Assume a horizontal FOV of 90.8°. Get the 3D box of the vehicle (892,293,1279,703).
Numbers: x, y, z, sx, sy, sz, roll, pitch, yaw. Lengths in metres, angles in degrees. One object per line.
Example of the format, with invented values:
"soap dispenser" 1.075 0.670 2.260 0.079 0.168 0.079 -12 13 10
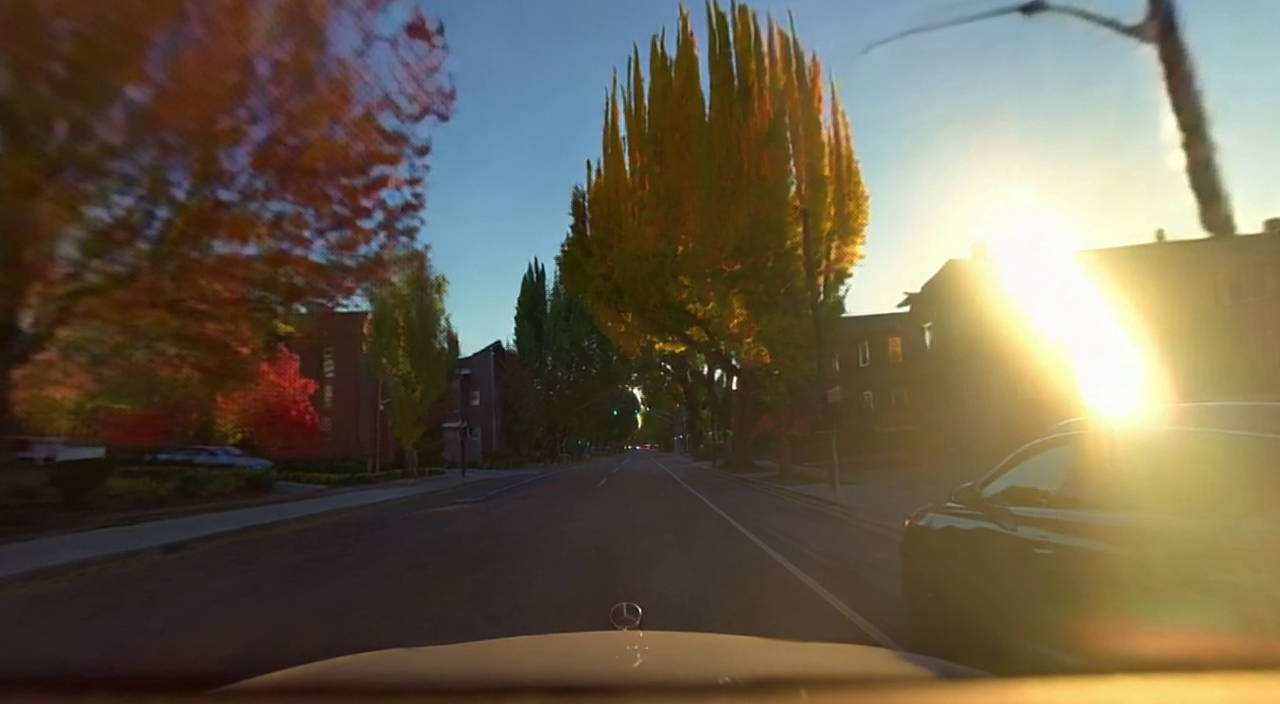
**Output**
"vehicle" 3.001 0.770 2.148 2.224 1.791 4.834 0 -9 -1
